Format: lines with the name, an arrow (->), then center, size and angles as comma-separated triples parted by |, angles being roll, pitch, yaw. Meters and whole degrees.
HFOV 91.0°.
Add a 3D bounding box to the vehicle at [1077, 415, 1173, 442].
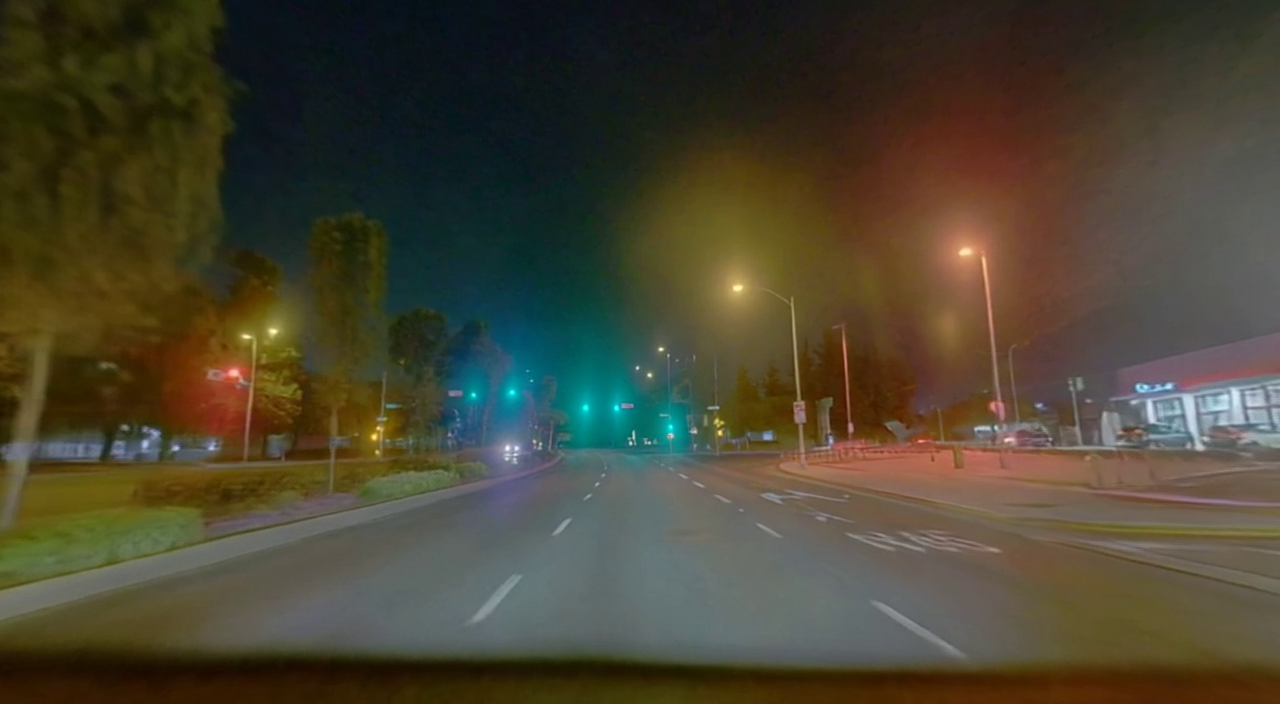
vehicle -> 32.354, 5.116, 42.099 | 4.763, 1.725, 2.082 | 0, -9, -3
